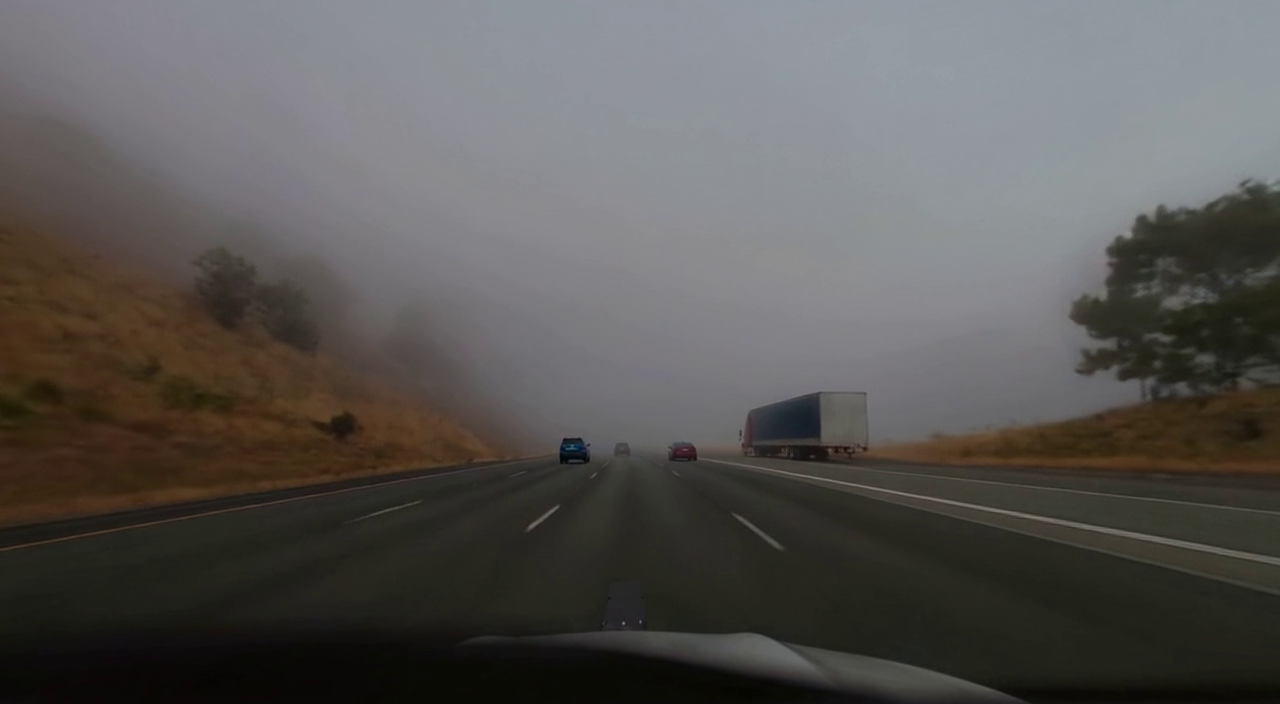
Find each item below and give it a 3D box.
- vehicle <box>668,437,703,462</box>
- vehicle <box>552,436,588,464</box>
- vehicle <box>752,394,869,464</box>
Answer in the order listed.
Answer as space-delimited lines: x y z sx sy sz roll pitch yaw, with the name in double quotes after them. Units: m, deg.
3.182 6.923 44.862 1.995 1.712 4.206 0 -8 -3 "vehicle"
-4.945 6.988 45.252 2.120 1.855 4.619 0 -8 -1 "vehicle"
11.554 5.721 45.604 2.953 4.129 16.568 0 -8 -3 "vehicle"
